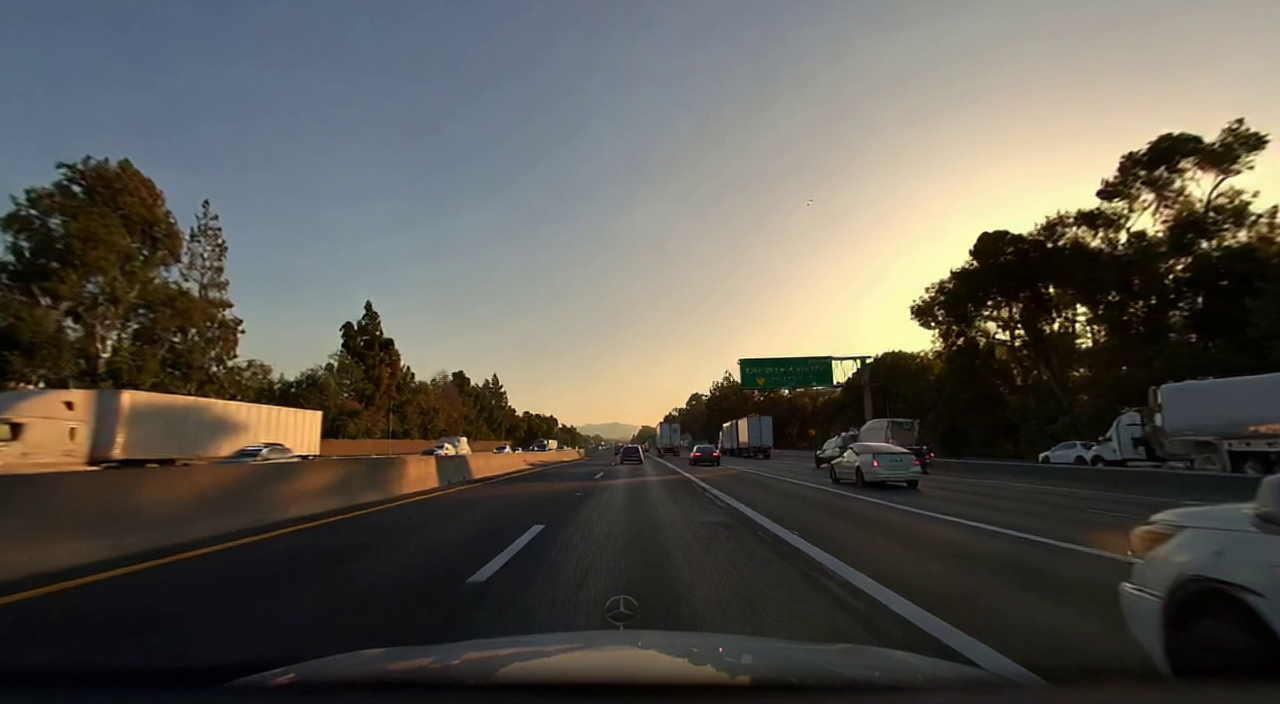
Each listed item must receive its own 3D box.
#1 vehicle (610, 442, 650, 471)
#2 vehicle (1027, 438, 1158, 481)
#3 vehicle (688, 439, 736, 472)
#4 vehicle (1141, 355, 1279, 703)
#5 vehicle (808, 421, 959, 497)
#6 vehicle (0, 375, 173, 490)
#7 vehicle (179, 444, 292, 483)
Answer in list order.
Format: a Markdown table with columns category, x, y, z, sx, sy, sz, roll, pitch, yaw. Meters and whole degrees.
| category | x | y | z | sx | sy | sz | roll | pitch | yaw |
| --- | --- | --- | --- | --- | --- | --- | --- | --- | --- |
| vehicle | -0.529 | 6.010 | 36.563 | 2.163 | 1.551 | 4.180 | 0 | -9 | 0 |
| vehicle | 21.706 | 5.202 | 30.762 | 2.150 | 1.866 | 5.885 | 0 | -9 | 2 |
| vehicle | 3.939 | 5.768 | 35.355 | 2.154 | 1.658 | 4.347 | 0 | -9 | -1 |
| vehicle | 3.562 | 0.605 | 0.910 | 2.030 | 1.658 | 4.377 | 0 | -9 | 0 |
| vehicle | 7.277 | 3.305 | 19.816 | 2.369 | 2.007 | 5.700 | 0 | -9 | -1 |
| vehicle | -23.485 | 3.343 | 25.482 | 3.021 | 3.900 | 8.045 | 0 | -9 | 0 |
| vehicle | -16.447 | 4.535 | 25.975 | 2.036 | 1.486 | 3.876 | 0 | -9 | 0 |
